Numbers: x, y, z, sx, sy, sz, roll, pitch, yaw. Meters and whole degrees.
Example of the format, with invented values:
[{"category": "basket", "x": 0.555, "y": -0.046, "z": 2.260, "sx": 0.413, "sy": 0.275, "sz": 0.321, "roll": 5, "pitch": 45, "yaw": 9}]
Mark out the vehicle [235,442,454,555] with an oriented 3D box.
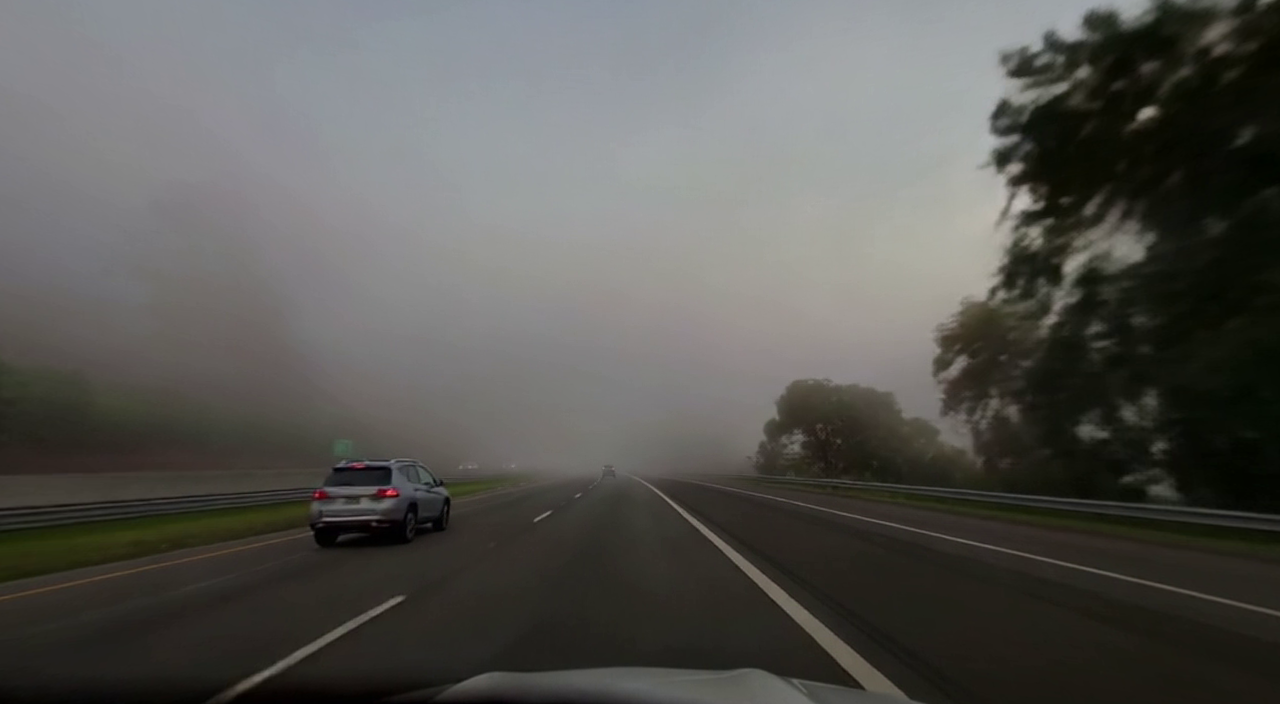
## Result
[{"category": "vehicle", "x": -4.804, "y": 2.449, "z": 10.969, "sx": 2.025, "sy": 1.584, "sz": 3.657, "roll": 1, "pitch": -10, "yaw": -1}]
